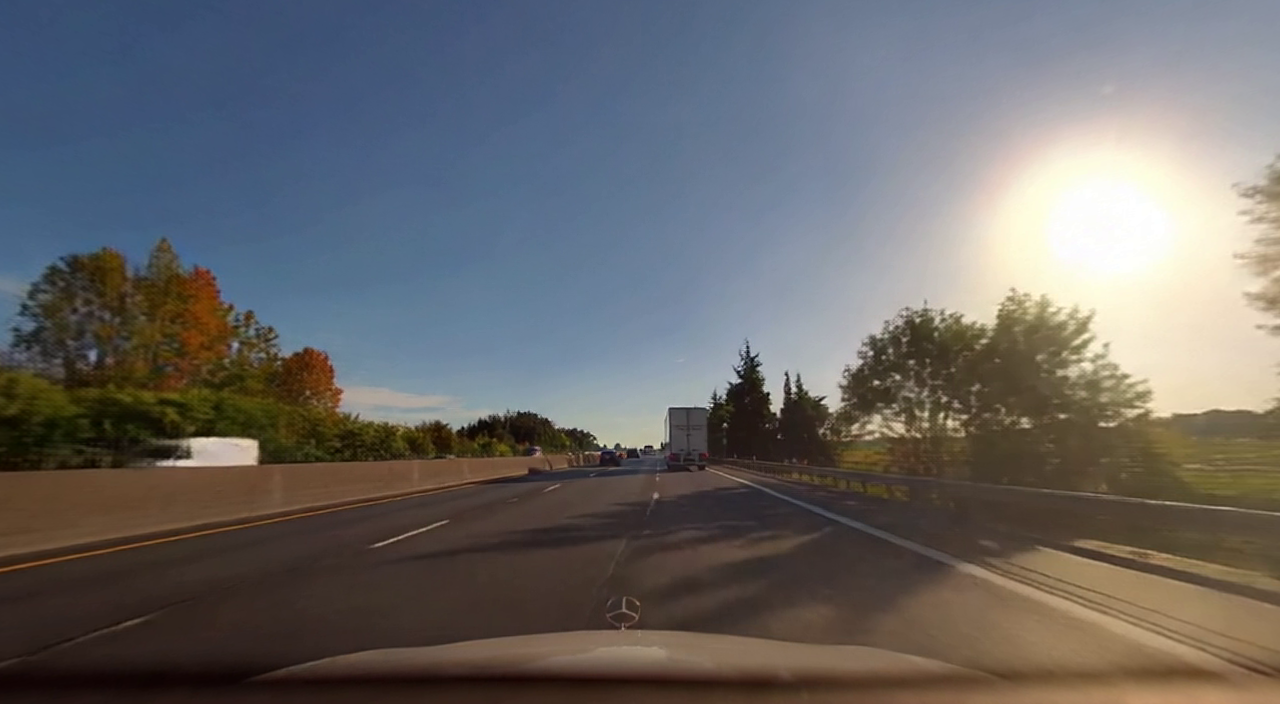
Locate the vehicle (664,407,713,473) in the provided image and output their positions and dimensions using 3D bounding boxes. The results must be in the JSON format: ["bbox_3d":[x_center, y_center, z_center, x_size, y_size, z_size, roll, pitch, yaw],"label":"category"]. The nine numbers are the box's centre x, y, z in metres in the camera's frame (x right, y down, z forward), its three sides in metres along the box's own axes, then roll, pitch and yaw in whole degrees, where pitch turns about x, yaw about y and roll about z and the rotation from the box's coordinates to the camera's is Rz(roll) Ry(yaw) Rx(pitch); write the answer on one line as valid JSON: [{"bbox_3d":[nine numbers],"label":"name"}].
[{"bbox_3d":[3.215,6.526,45.659,2.901,4.032,14.338,0,-9,2],"label":"vehicle"}]
